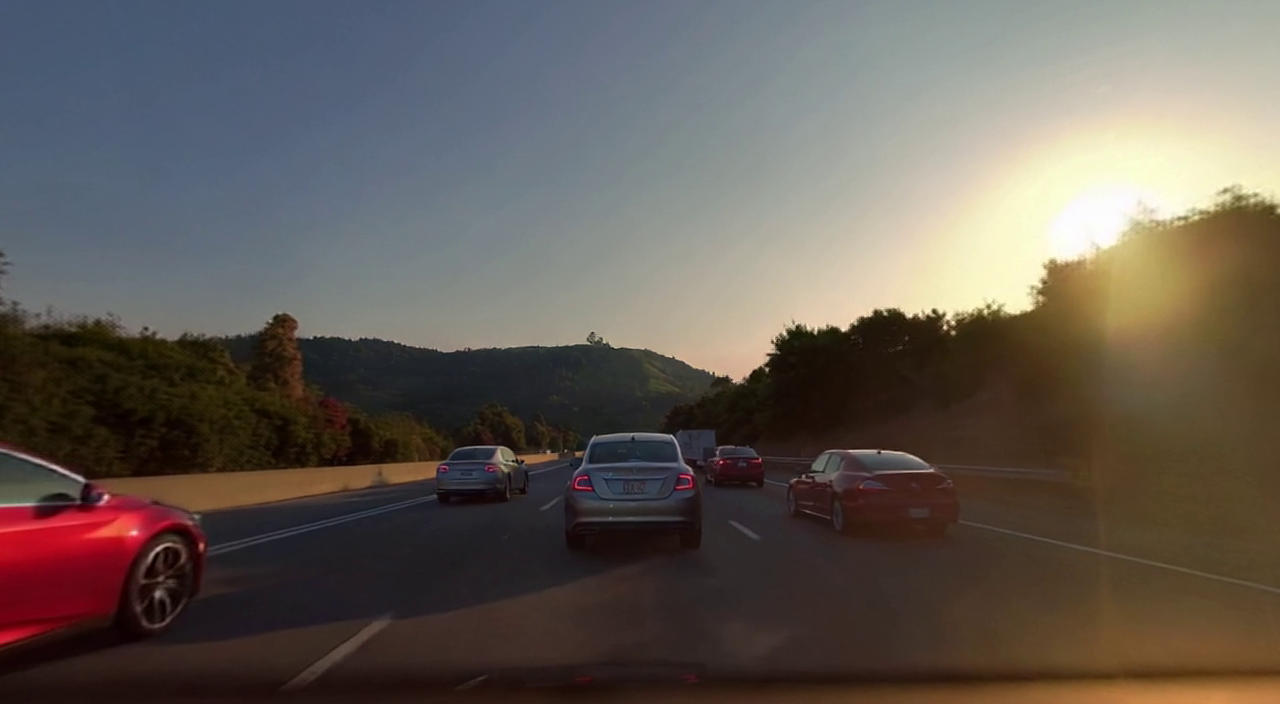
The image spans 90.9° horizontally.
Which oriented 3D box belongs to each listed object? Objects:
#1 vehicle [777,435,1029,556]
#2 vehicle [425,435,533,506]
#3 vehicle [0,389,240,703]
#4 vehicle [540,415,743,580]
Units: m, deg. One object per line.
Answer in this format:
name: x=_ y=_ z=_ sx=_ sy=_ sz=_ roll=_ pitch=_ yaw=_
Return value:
vehicle: x=3.668 y=2.085 z=9.910 sx=1.953 sy=1.434 sz=4.511 roll=0 pitch=-9 yaw=-1
vehicle: x=-4.252 y=3.193 z=17.300 sx=1.890 sy=1.708 sz=3.844 roll=0 pitch=-9 yaw=1
vehicle: x=-4.490 y=1.003 z=3.103 sx=2.173 sy=1.660 sz=4.373 roll=0 pitch=-9 yaw=-1
vehicle: x=-0.034 y=1.807 z=8.519 sx=2.093 sy=1.695 sz=3.782 roll=0 pitch=-9 yaw=-2
